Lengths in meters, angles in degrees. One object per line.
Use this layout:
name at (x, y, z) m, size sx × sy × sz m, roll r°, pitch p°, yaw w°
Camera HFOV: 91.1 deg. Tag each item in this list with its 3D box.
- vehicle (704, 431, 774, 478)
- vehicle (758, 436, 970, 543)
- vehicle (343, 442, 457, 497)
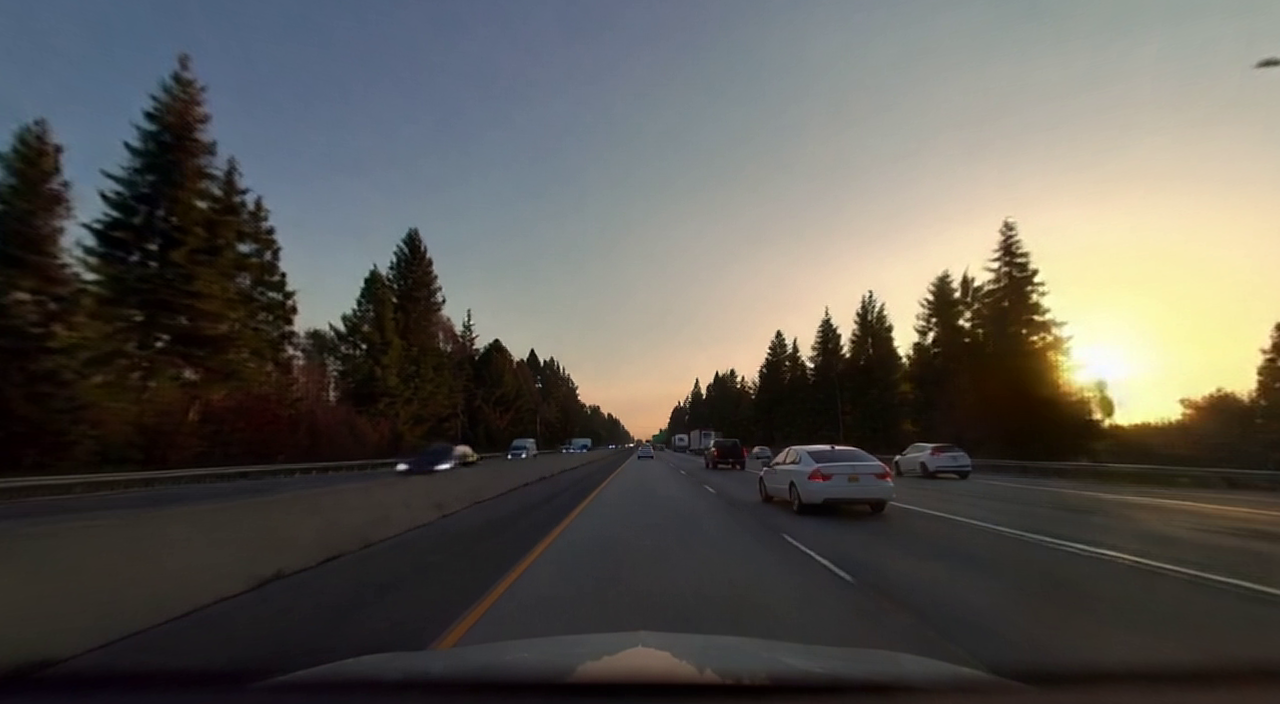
vehicle at (4.273, 4.542, 28.117) m, size 2.206 × 1.902 × 5.460 m, roll 0°, pitch -8°, yaw 0°
vehicle at (3.548, 2.251, 11.113) m, size 1.904 × 1.453 × 4.789 m, roll 0°, pitch -8°, yaw -1°
vehicle at (-8.005, 3.937, 21.493) m, size 2.163 × 1.686 × 4.251 m, roll 0°, pitch -8°, yaw 1°
